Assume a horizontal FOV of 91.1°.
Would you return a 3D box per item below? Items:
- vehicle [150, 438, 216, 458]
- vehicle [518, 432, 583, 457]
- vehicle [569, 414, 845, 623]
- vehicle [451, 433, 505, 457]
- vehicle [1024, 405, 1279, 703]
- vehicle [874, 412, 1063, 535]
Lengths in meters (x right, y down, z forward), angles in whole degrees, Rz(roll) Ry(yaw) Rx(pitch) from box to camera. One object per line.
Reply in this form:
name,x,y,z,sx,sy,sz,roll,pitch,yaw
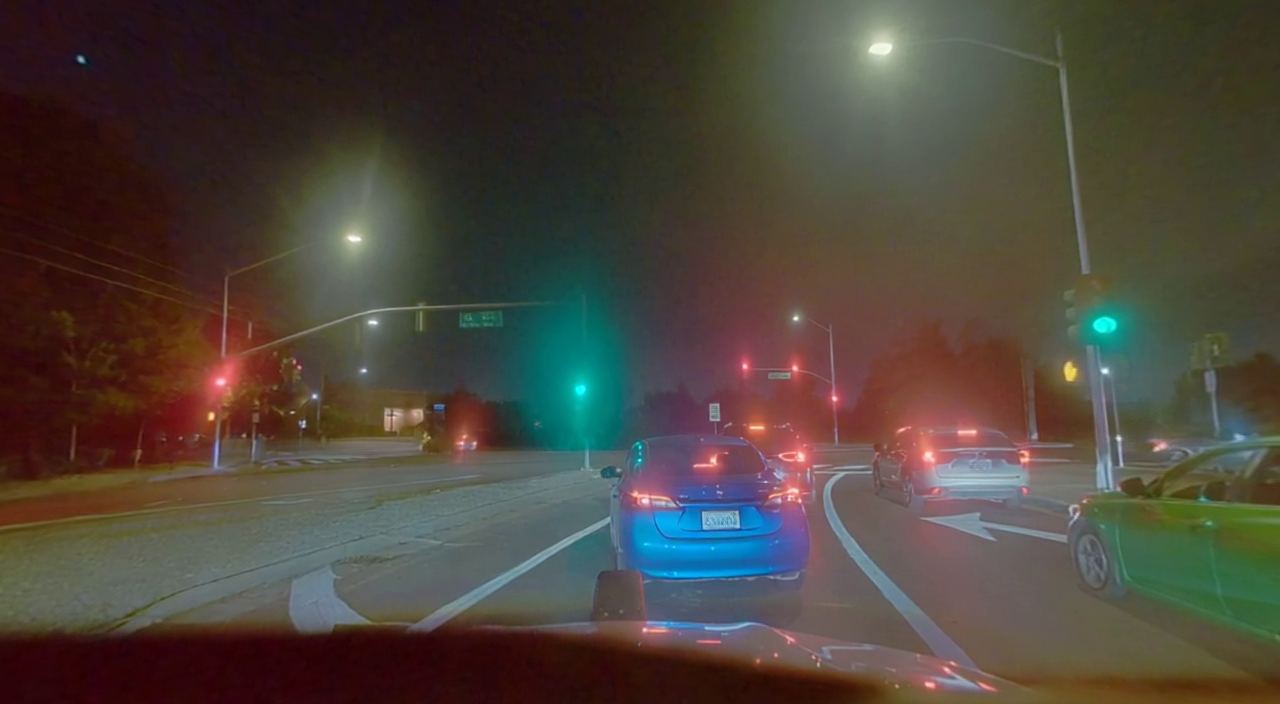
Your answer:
vehicle,-35.375,7.438,48.643,1.652,1.433,3.733,-7,-11,40
vehicle,-5.961,6.104,41.536,1.932,1.573,4.509,8,-12,-44
vehicle,0.857,1.500,6.685,2.052,1.483,3.928,-2,-8,12
vehicle,-12.452,7.120,48.195,1.972,1.705,4.457,8,-11,-44
vehicle,4.251,1.060,3.375,1.954,1.508,4.441,-1,-8,6
vehicle,5.538,2.053,11.286,2.102,1.717,4.373,-2,-9,16
